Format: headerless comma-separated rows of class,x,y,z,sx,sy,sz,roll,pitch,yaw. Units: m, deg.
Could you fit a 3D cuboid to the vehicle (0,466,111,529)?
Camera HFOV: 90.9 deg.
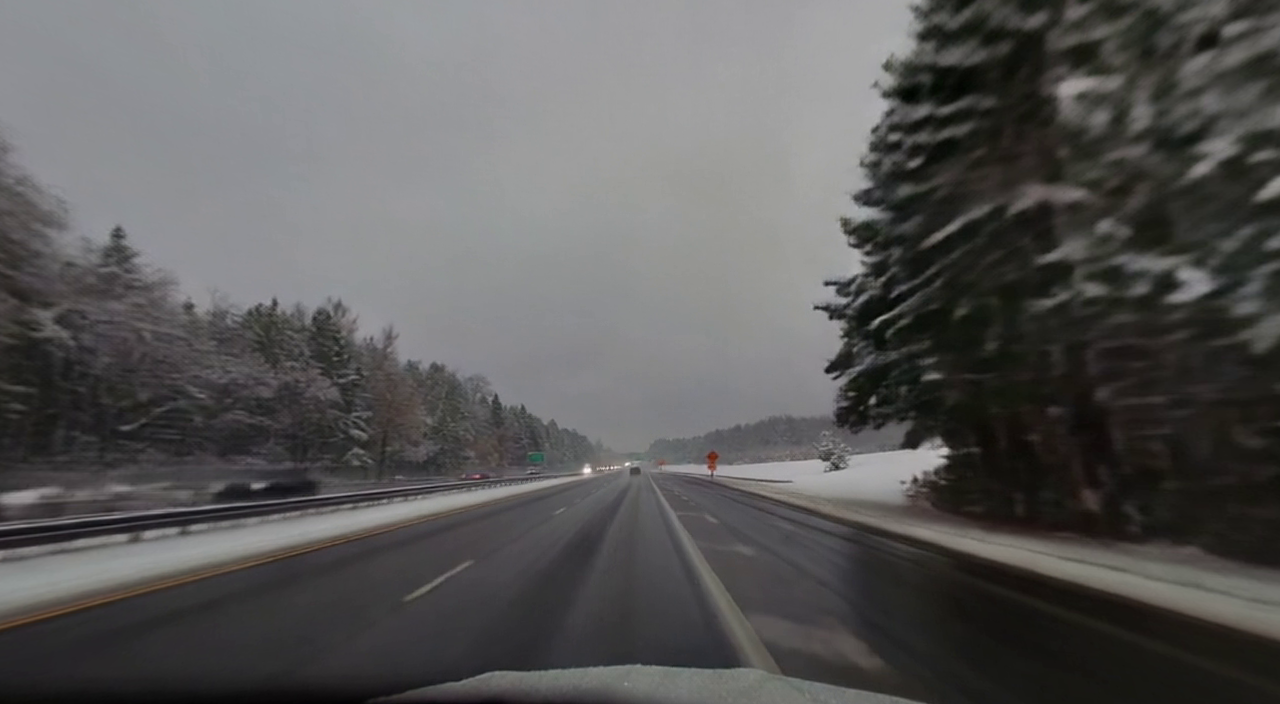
vehicle,-16.714,3.765,16.535,1.867,1.516,4.304,1,-11,0

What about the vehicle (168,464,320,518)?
vehicle,-12.301,4.339,20.010,1.948,1.489,4.433,1,-11,0
